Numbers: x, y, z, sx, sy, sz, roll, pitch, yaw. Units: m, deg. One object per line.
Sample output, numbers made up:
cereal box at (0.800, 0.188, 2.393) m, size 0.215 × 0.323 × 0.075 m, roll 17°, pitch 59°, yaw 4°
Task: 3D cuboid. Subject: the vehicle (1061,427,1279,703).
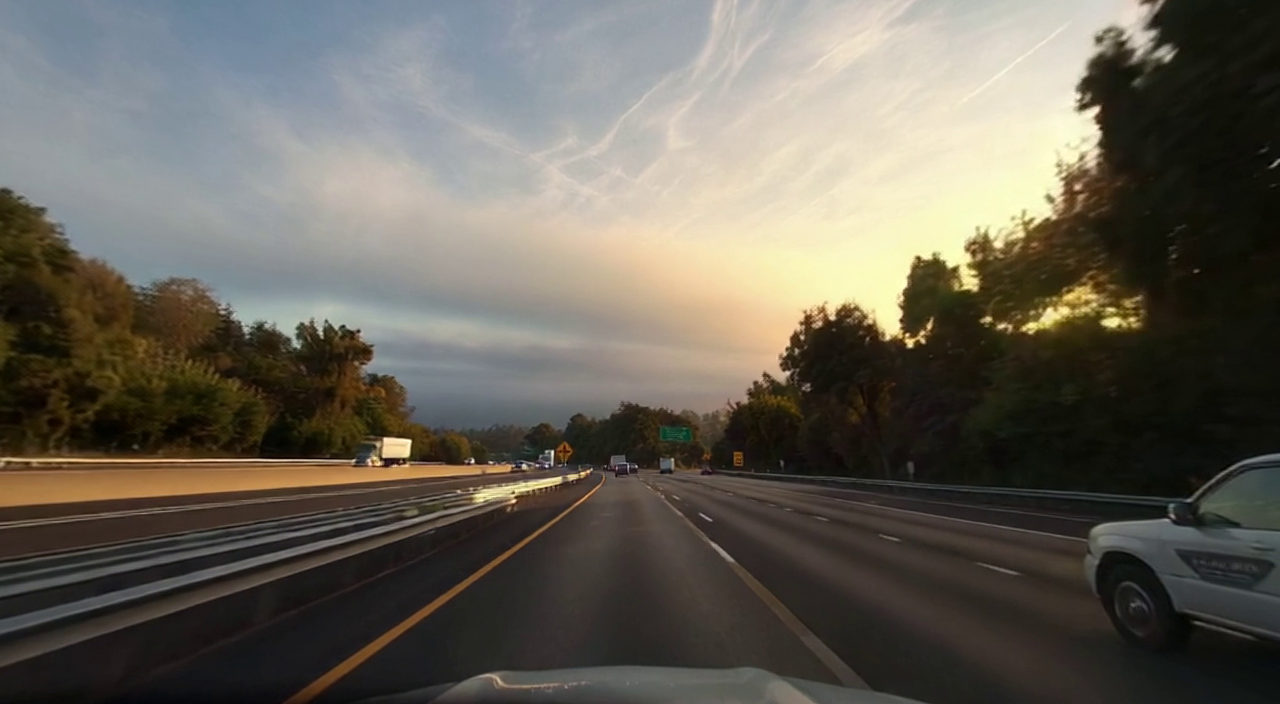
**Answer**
vehicle at (4.072, 0.988, 2.209) m, size 1.965 × 1.502 × 4.599 m, roll 1°, pitch -10°, yaw 0°
